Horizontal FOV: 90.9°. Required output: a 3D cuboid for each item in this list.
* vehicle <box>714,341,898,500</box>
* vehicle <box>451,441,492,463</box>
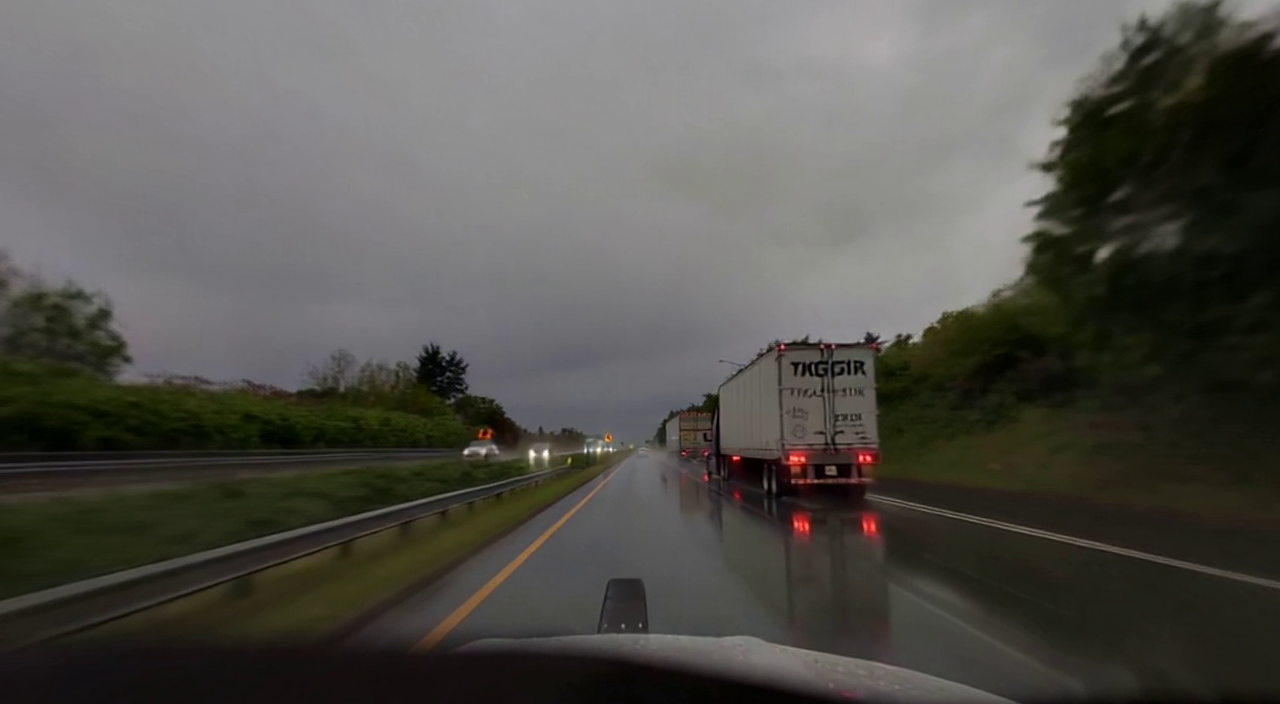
[{"bbox_3d":[5.061,2.828,23.316,2.929,4.093,14.258,0,-9,0],"label":"vehicle"},{"bbox_3d":[-11.583,6.906,43.580,1.794,1.456,3.754,0,-9,1],"label":"vehicle"}]
